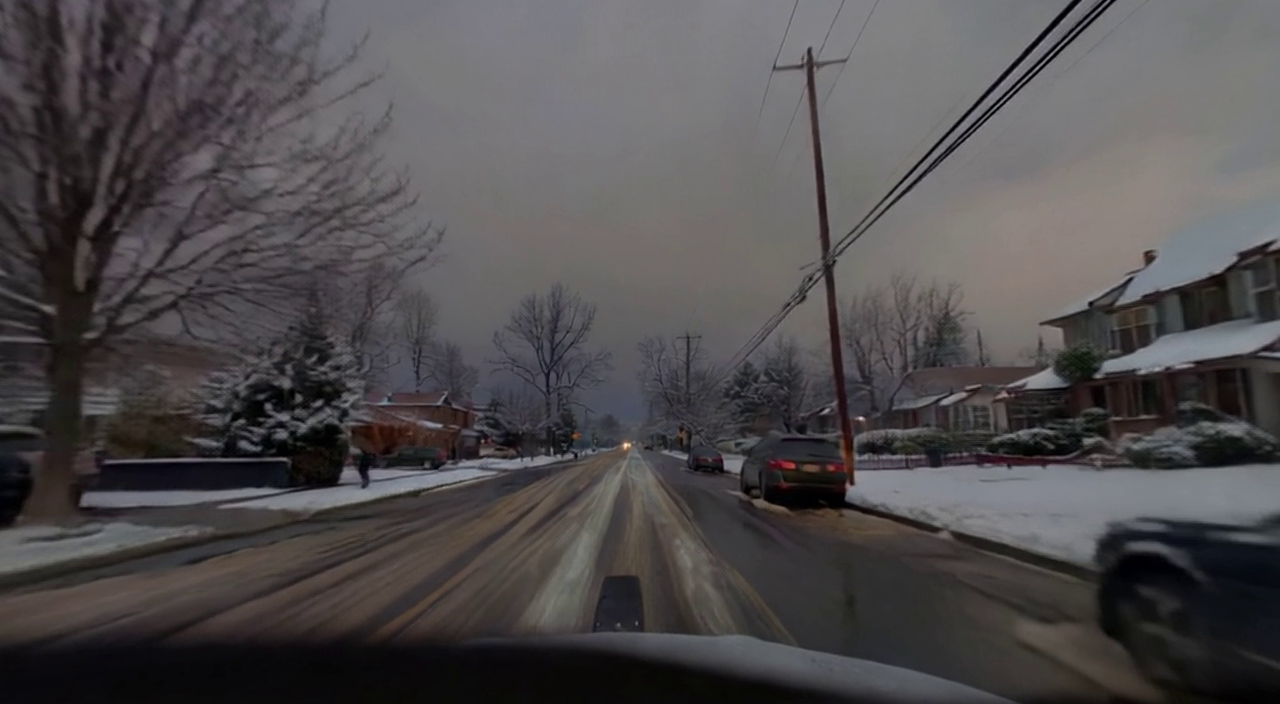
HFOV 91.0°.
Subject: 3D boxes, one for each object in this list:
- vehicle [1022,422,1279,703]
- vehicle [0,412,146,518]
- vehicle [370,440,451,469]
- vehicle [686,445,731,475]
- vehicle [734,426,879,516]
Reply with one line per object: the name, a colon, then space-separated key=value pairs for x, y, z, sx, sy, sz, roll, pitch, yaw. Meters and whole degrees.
vehicle: x=3.802 y=0.988 z=2.271 sx=1.949 sy=1.505 sz=4.483 roll=0 pitch=-9 yaw=-1
vehicle: x=-14.469 y=2.406 z=13.589 sx=5.707 sy=2.050 sz=2.260 roll=-1 pitch=-9 yaw=2
vehicle: x=-15.742 y=7.050 z=43.351 sx=4.882 sy=1.777 sz=2.025 roll=-2 pitch=-9 yaw=-2
vehicle: x=3.694 y=5.890 z=34.714 sx=1.897 sy=1.521 sz=4.835 roll=0 pitch=-9 yaw=-1
vehicle: x=3.737 y=2.777 z=15.231 sx=2.039 sy=1.780 sz=4.884 roll=0 pitch=-9 yaw=-2
